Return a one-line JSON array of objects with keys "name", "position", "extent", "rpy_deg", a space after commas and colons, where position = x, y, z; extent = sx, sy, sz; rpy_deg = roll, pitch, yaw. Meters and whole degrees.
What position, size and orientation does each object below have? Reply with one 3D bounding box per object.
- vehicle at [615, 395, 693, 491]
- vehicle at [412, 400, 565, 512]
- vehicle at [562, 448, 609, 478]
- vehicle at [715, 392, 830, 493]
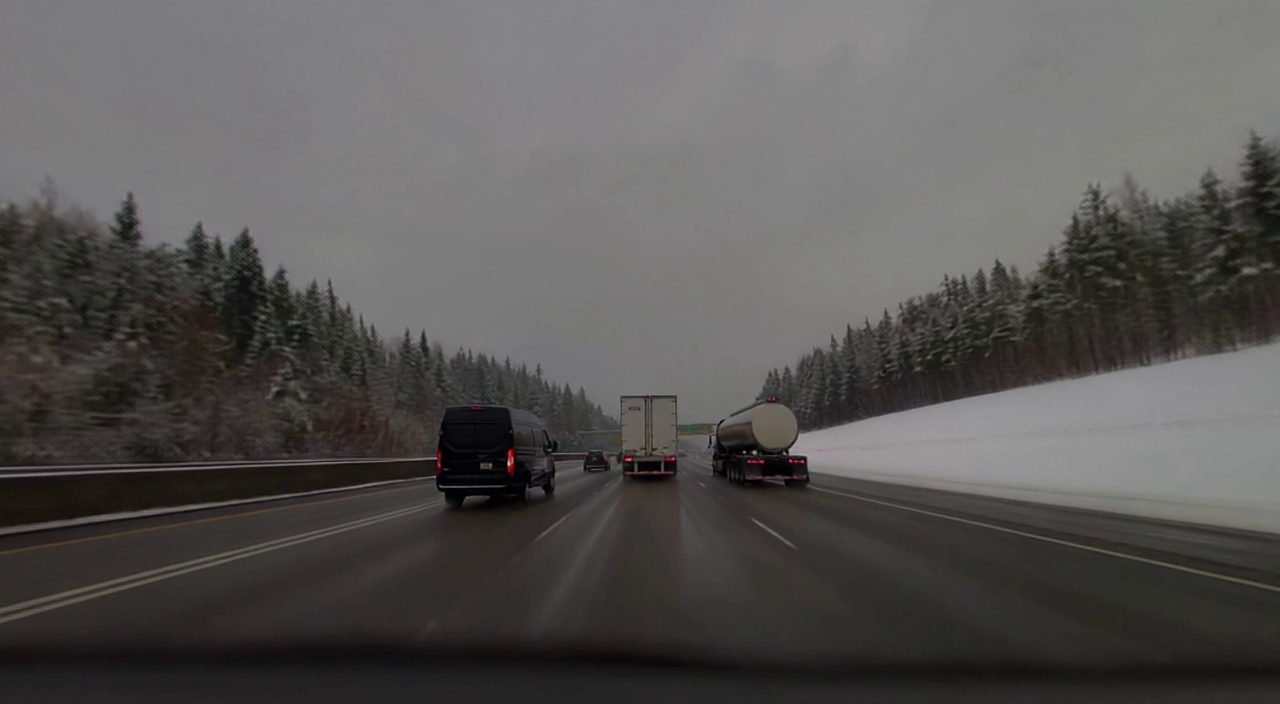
[{"name": "vehicle", "position": [0.329, 4.063, 27.589], "extent": [2.773, 3.455, 9.118], "rpy_deg": [0, -9, -3]}, {"name": "vehicle", "position": [-3.881, 2.896, 17.791], "extent": [2.525, 2.572, 6.260], "rpy_deg": [0, -9, 2]}, {"name": "vehicle", "position": [-3.177, 6.567, 37.689], "extent": [2.134, 1.652, 4.439], "rpy_deg": [-1, -9, 3]}, {"name": "vehicle", "position": [5.254, 4.023, 27.664], "extent": [2.706, 3.500, 11.483], "rpy_deg": [0, -9, 1]}]
